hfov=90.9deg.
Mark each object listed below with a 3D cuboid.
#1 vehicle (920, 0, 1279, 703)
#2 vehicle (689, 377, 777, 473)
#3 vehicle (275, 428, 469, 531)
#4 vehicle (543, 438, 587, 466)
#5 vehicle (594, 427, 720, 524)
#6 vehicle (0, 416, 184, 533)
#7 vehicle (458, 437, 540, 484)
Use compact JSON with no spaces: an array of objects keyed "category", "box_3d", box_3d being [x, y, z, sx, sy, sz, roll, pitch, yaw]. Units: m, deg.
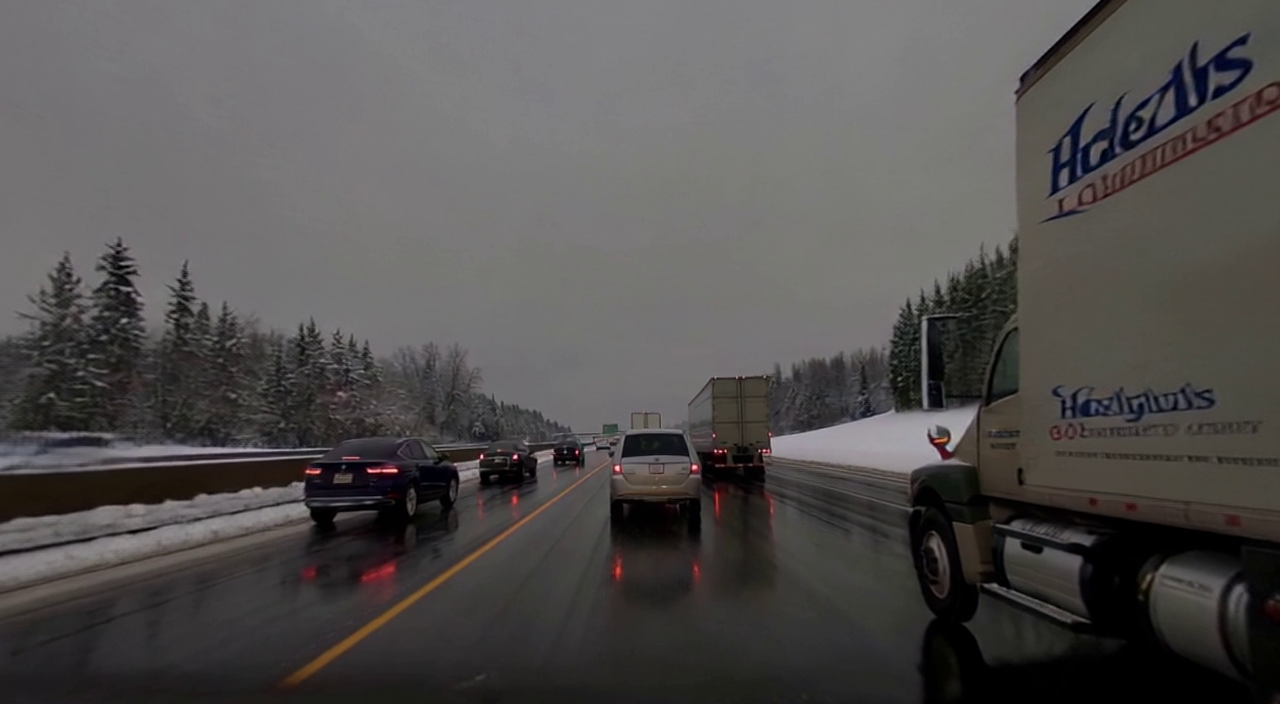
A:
[{"category":"vehicle","box_3d":[3.997,-0.145,2.425,2.982,3.860,6.011,0,-8,0]},{"category":"vehicle","box_3d":[4.531,4.069,34.237,2.892,4.101,14.252,0,-8,1]},{"category":"vehicle","box_3d":[-4.514,2.158,11.317,1.821,1.514,3.677,0,-8,0]},{"category":"vehicle","box_3d":[-4.317,5.800,36.837,1.887,1.493,4.411,0,-8,2]},{"category":"vehicle","box_3d":[0.275,2.191,11.729,1.973,1.505,3.568,0,-8,0]},{"category":"vehicle","box_3d":[-11.719,2.299,12.339,2.004,1.941,4.674,0,-8,1]},{"category":"vehicle","box_3d":[-4.833,3.743,22.190,1.880,1.458,3.978,0,-8,1]}]
